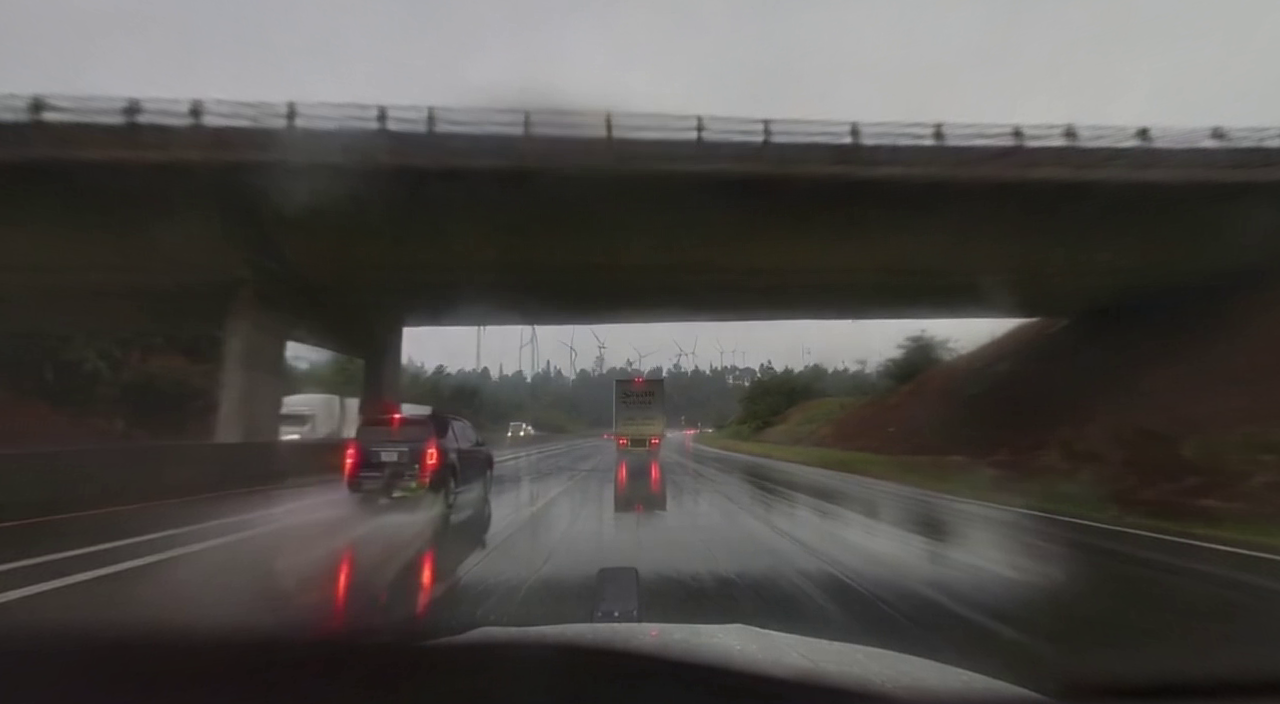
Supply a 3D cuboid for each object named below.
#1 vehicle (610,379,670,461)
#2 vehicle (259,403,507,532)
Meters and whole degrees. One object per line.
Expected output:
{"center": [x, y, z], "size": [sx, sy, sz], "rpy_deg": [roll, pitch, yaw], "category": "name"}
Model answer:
{"center": [-0.123, 4.105, 36.865], "size": [2.906, 3.990, 12.551], "rpy_deg": [0, -8, -1], "category": "vehicle"}
{"center": [-3.911, 1.843, 10.817], "size": [2.167, 1.686, 4.946], "rpy_deg": [0, -8, 0], "category": "vehicle"}
